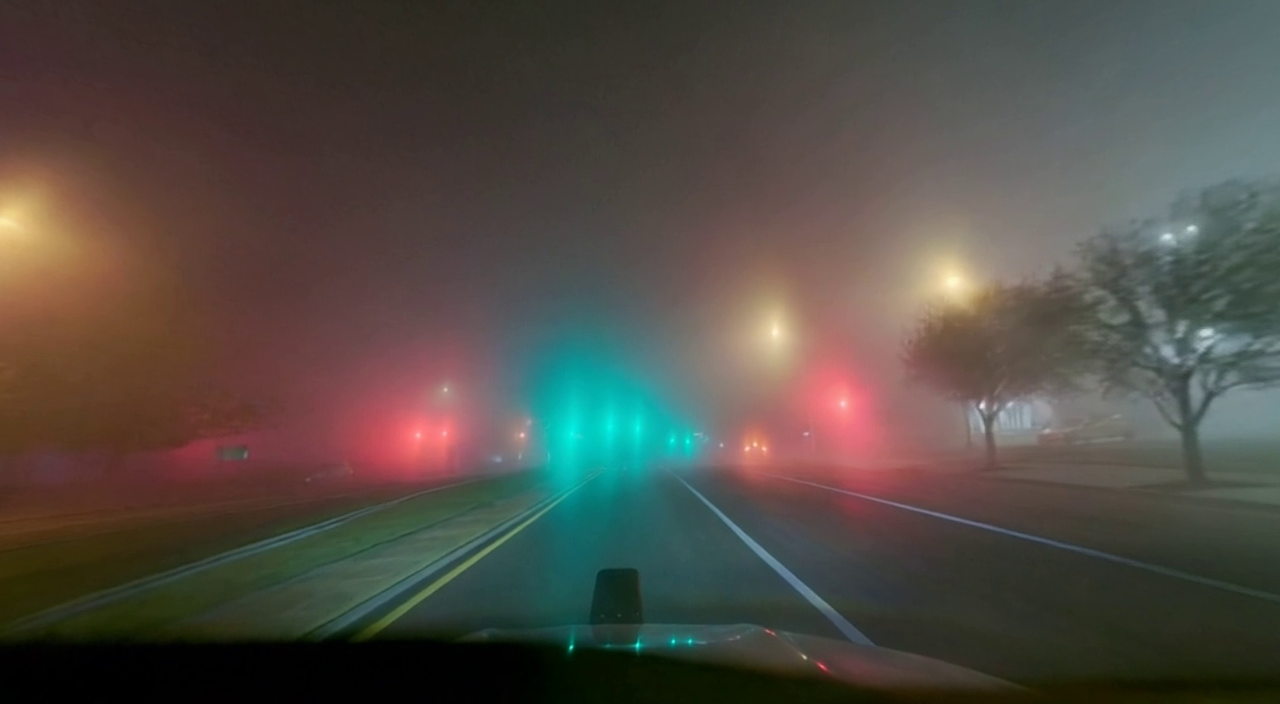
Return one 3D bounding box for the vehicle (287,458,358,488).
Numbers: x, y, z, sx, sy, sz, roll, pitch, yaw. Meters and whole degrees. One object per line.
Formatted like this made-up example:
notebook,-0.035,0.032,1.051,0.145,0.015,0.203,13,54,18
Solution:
vehicle,-19.211,7.354,38.436,2.010,1.504,4.820,-5,-10,-2
